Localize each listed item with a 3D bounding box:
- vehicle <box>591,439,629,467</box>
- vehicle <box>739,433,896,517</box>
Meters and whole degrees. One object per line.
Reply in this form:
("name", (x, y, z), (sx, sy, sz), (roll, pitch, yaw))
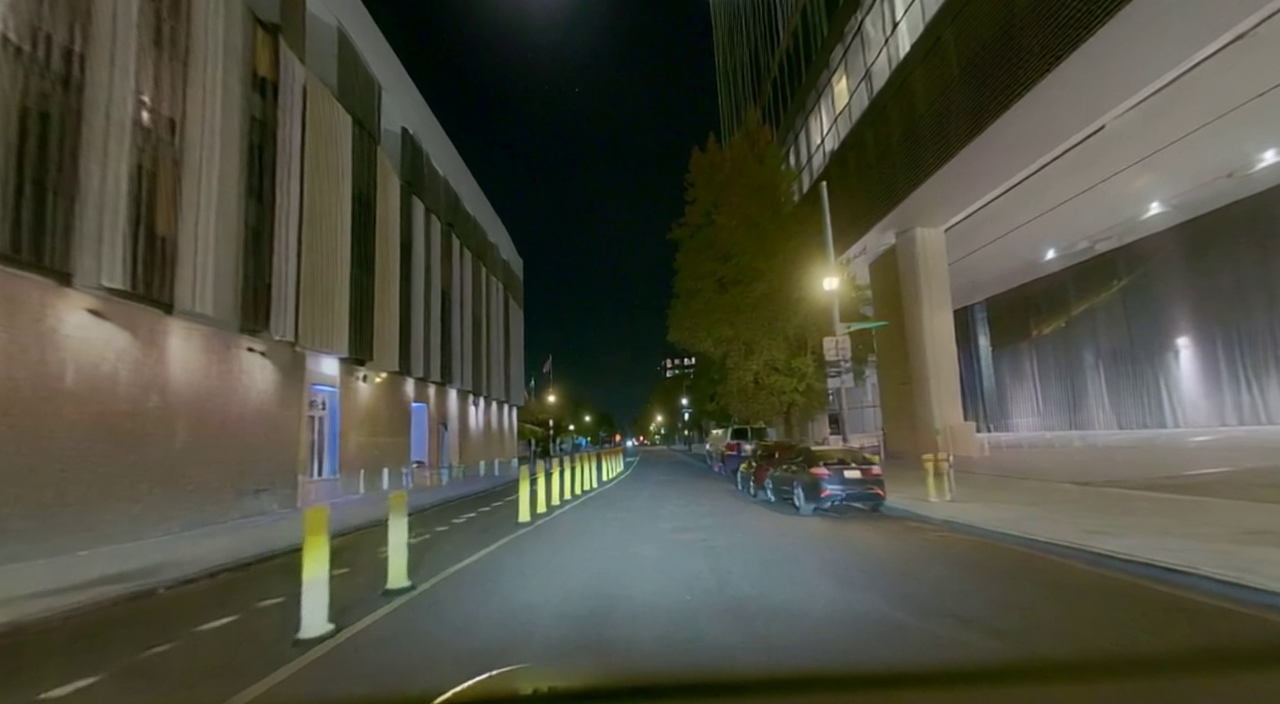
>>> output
("vehicle", (-1.700, 5.880, 36.988), (2.035, 1.506, 4.075), (-1, -8, -1))
("vehicle", (3.559, 2.526, 13.607), (2.020, 1.448, 4.220), (-1, -8, -2))
